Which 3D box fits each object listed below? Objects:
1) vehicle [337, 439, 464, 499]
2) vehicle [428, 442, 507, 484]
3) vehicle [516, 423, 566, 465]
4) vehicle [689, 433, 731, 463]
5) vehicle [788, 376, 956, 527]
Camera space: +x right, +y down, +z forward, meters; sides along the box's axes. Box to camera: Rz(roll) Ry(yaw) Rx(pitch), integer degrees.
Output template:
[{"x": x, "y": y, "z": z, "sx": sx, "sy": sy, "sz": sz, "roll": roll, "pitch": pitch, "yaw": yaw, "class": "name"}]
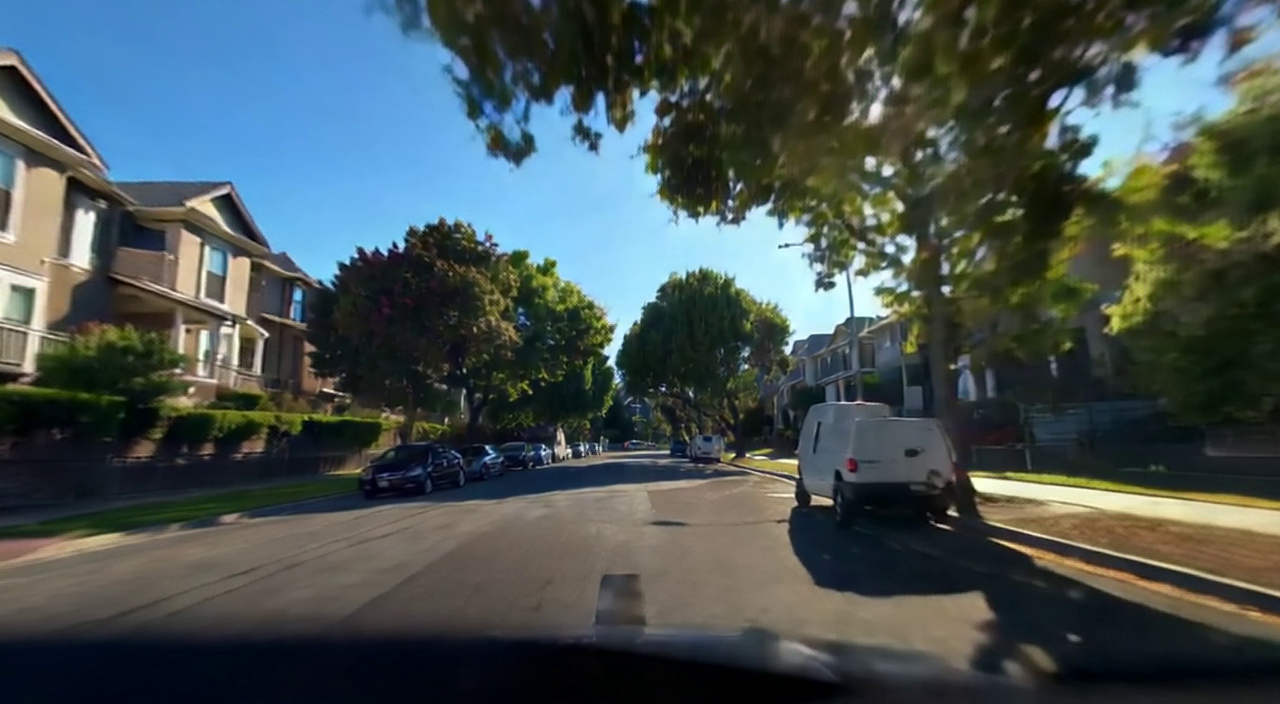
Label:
[{"x": -6.889, "y": 3.437, "z": 18.753, "sx": 2.003, "sy": 1.501, "sz": 4.779, "roll": -1, "pitch": -9, "yaw": -1, "class": "vehicle"}, {"x": -6.692, "y": 4.341, "z": 24.946, "sx": 1.845, "sy": 1.475, "sz": 4.495, "roll": -1, "pitch": -9, "yaw": 0, "class": "vehicle"}, {"x": -6.726, "y": 6.416, "z": 43.489, "sx": 2.341, "sy": 2.674, "sz": 5.753, "roll": -1, "pitch": -10, "yaw": 1, "class": "vehicle"}, {"x": 4.719, "y": 6.585, "z": 43.335, "sx": 2.216, "sy": 1.955, "sz": 4.970, "roll": 0, "pitch": -8, "yaw": -1, "class": "vehicle"}, {"x": 4.131, "y": 1.819, "z": 11.652, "sx": 2.158, "sy": 2.478, "sz": 2.078, "roll": -1, "pitch": -9, "yaw": -1, "class": "vehicle"}]
